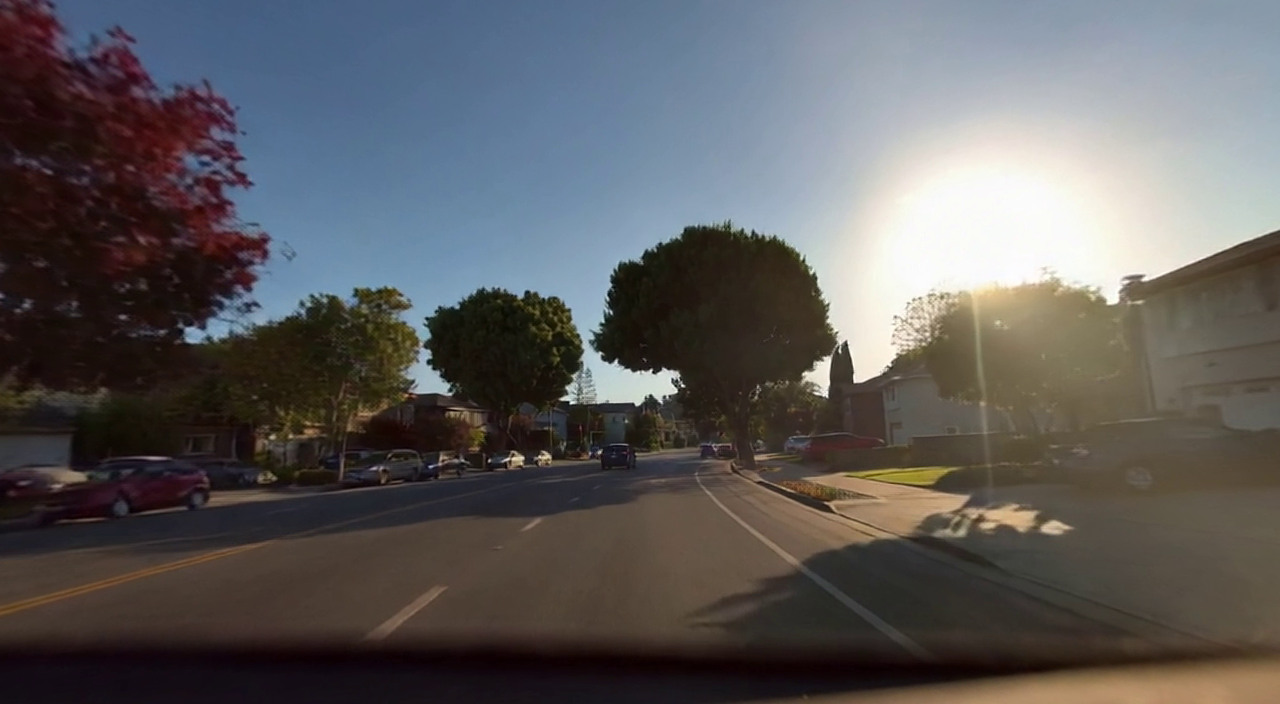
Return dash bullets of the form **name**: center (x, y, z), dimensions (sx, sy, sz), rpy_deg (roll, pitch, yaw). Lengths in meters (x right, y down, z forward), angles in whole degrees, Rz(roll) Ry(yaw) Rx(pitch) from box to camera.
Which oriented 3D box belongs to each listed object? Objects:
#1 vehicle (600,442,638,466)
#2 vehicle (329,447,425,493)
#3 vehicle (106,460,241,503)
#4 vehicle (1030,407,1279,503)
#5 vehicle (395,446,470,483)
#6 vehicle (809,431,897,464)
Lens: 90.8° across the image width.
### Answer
- **vehicle**: center (-1.530, 7.756, 48.216), dimensions (2.135, 1.731, 4.232), rpy_deg (-1, -8, 8)
- **vehicle**: center (-13.086, 5.836, 31.884), dimensions (2.157, 1.882, 5.479), rpy_deg (-6, -9, 4)
- **vehicle**: center (-17.988, 4.978, 24.638), dimensions (1.872, 1.396, 4.150), rpy_deg (-1, -8, 4)
- **vehicle**: center (10.873, 1.996, 12.576), dimensions (4.757, 1.536, 1.938), rpy_deg (-5, -9, 5)
- **vehicle**: center (-12.455, 6.759, 38.378), dimensions (2.114, 1.931, 5.936), rpy_deg (-5, -9, 5)
- **vehicle**: center (12.414, 5.616, 37.084), dimensions (4.383, 1.602, 1.920), rpy_deg (-4, -9, 3)
